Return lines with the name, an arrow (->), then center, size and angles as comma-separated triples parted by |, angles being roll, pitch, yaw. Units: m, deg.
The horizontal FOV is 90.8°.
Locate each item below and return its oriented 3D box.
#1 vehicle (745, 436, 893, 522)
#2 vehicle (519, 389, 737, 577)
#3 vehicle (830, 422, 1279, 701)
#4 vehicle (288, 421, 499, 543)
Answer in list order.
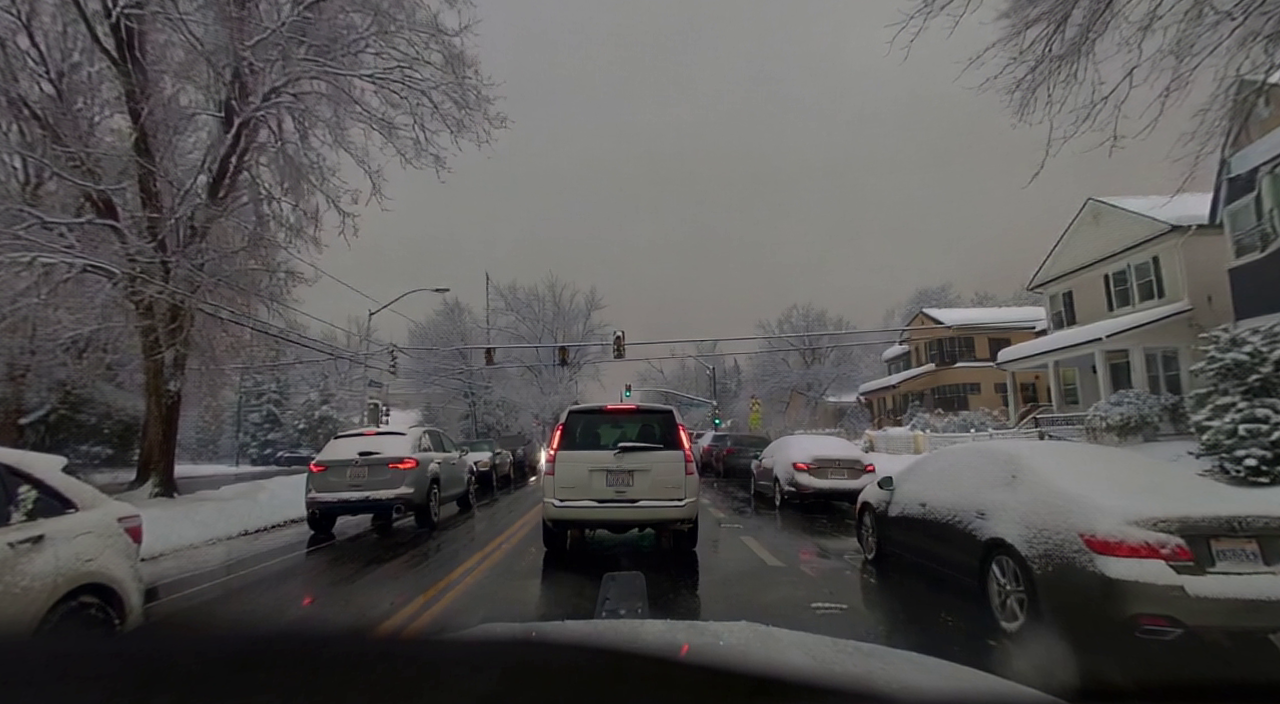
vehicle -> 3.470, 2.524, 13.085 | 1.880, 1.476, 3.932 | 0, -8, 0
vehicle -> -0.205, 1.613, 8.531 | 2.164, 1.867, 4.254 | 0, -8, -2
vehicle -> 3.473, 1.463, 5.762 | 1.977, 1.480, 4.589 | 0, -8, -1
vehicle -> -3.723, 2.024, 10.522 | 1.864, 1.576, 4.324 | 0, -8, -2
